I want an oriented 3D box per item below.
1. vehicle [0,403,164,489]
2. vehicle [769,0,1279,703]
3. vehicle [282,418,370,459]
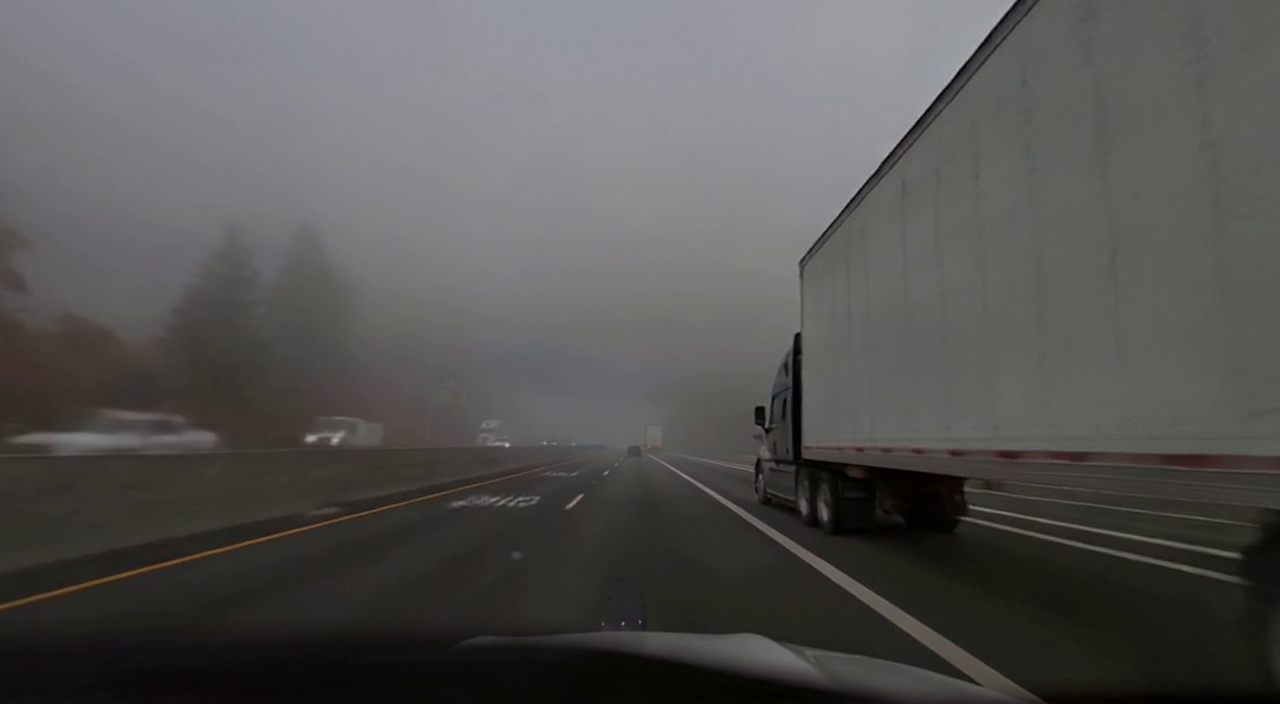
[{"bbox_3d":[-12.247,1.898,12.696,1.940,1.489,4.258,0,-9,0],"label":"vehicle"},{"bbox_3d":[4.337,-0.022,5.840,3.323,4.262,14.056,0,-9,0],"label":"vehicle"},{"bbox_3d":[-16.230,4.554,32.909,2.109,1.940,4.817,0,-9,0],"label":"vehicle"}]
